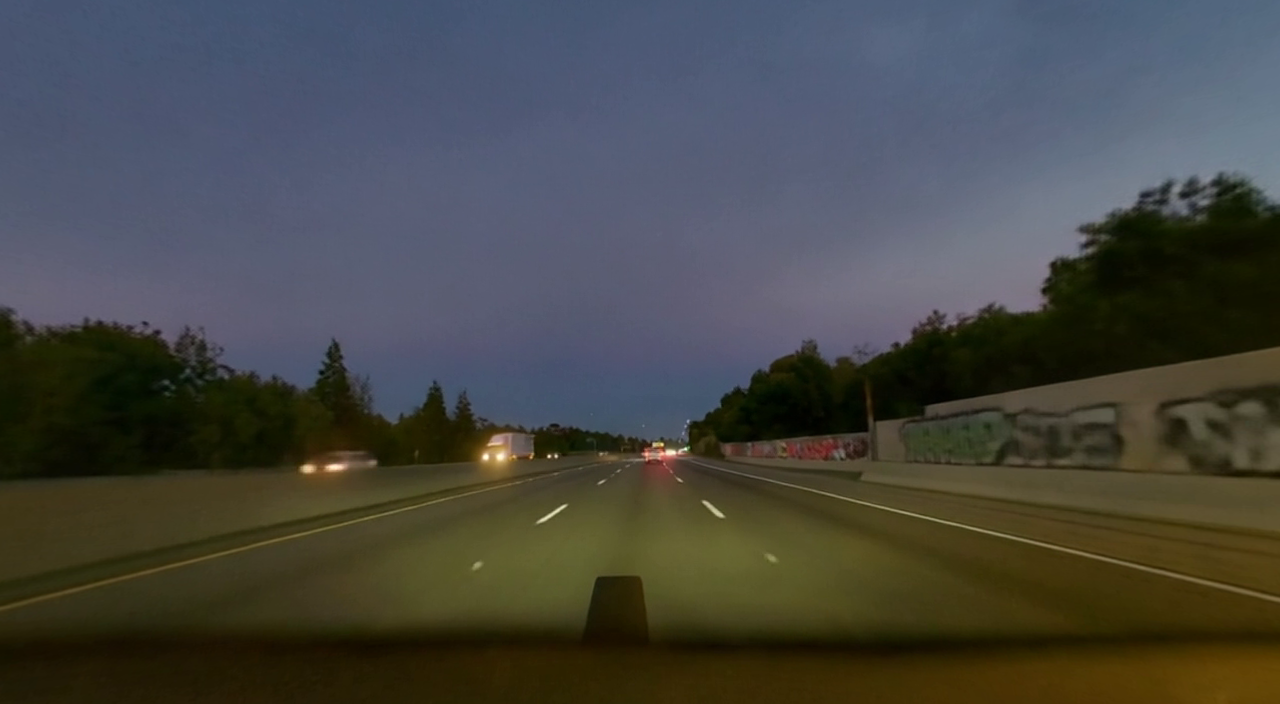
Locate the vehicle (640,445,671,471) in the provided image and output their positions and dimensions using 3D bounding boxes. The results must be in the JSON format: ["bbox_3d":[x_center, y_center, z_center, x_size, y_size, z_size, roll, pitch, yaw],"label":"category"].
[{"bbox_3d":[1.199,8.334,49.630,2.279,1.934,4.268,0,-9,0],"label":"vehicle"}]

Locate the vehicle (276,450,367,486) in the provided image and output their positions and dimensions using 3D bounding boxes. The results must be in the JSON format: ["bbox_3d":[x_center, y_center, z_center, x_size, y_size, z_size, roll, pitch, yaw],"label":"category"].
[{"bbox_3d":[-15.670,5.715,31.299,2.025,1.631,4.535,0,-9,1],"label":"vehicle"}]
